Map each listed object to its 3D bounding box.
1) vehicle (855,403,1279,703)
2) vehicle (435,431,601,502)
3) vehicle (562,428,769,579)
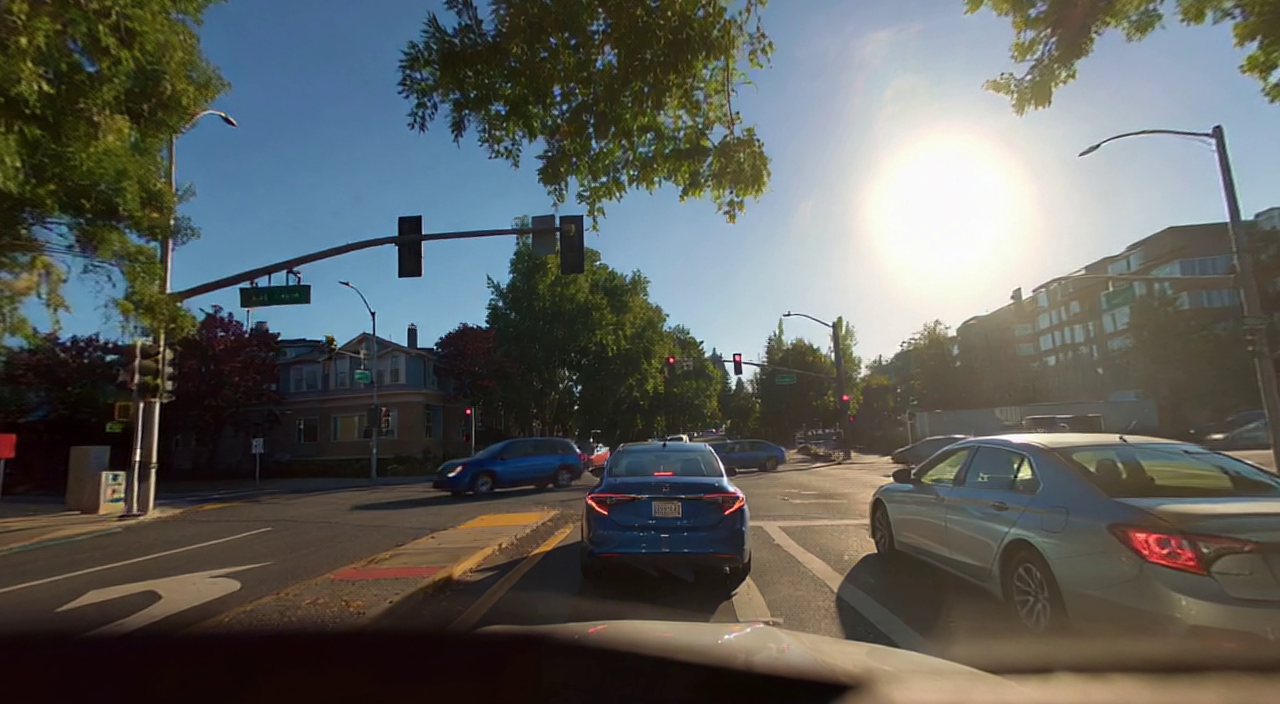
[{"bbox_3d":[3.640,1.340,5.437,1.888,1.486,4.681,0,-9,-1],"label":"vehicle"},{"bbox_3d":[-3.455,3.329,18.875,1.988,1.799,4.789,-6,-10,35],"label":"vehicle"},{"bbox_3d":[0.289,1.819,8.333,2.090,1.505,3.756,-1,-9,1],"label":"vehicle"}]
